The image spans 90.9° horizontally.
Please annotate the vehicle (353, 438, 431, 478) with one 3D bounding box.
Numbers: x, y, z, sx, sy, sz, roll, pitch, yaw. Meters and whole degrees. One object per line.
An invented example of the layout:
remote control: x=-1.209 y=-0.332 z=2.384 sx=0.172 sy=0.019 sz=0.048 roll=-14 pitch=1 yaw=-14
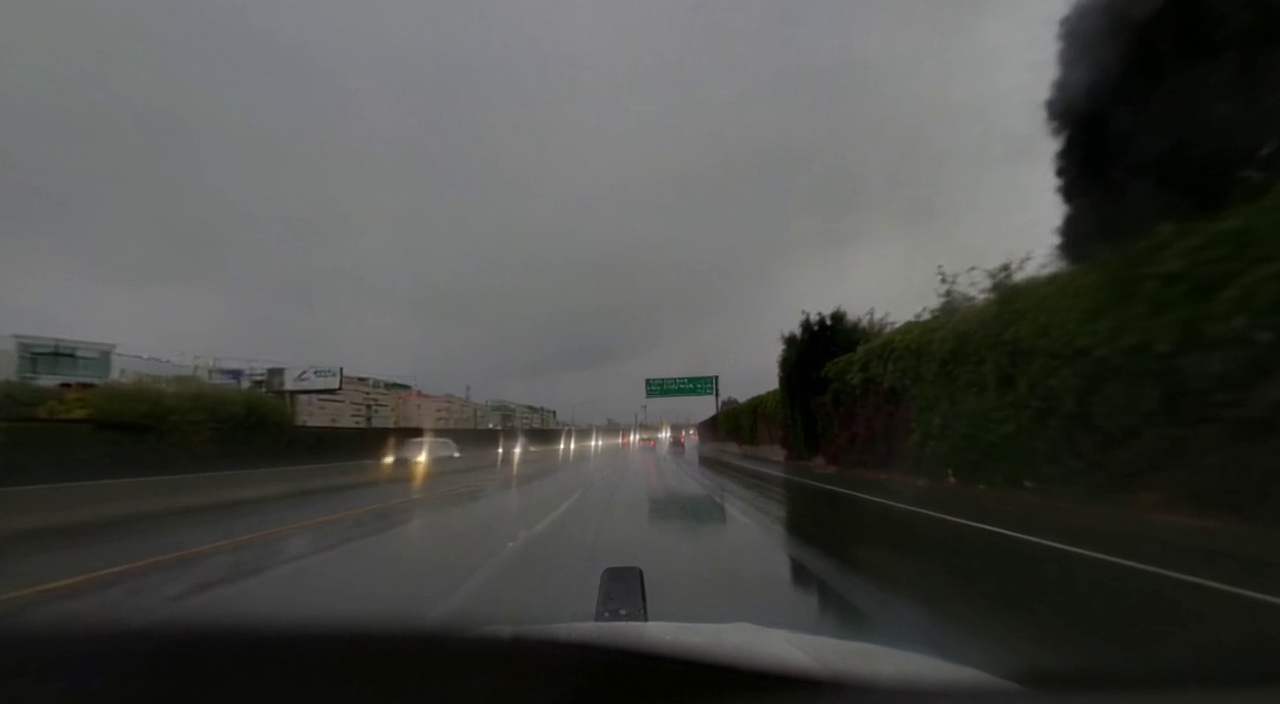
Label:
vehicle: x=-12.459 y=5.332 z=32.041 sx=2.062 sy=1.854 sz=4.799 roll=0 pitch=-8 yaw=-1
